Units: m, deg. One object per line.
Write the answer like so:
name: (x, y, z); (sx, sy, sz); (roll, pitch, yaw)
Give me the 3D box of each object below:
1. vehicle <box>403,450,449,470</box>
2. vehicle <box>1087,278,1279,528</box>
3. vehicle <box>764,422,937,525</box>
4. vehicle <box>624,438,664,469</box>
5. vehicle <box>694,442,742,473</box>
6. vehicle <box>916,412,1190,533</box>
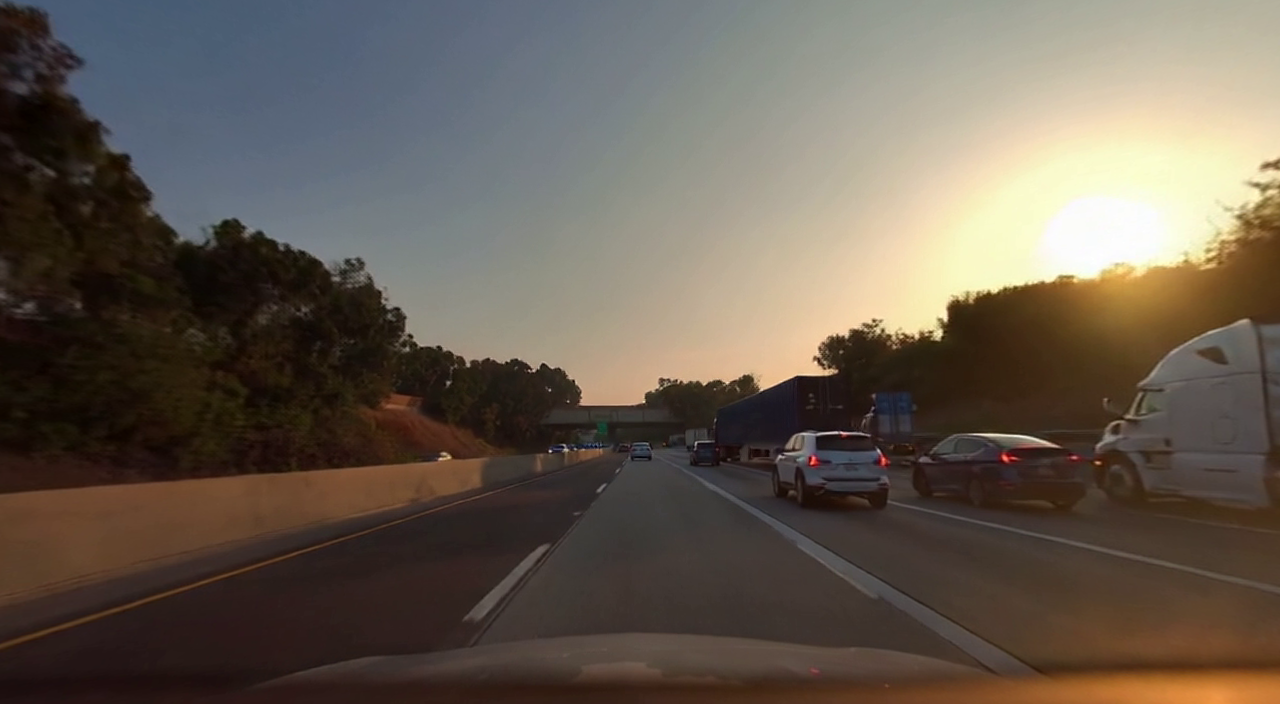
vehicle: (-16.715, 8.446, 49.244); (1.906, 1.453, 4.484); (0, -8, 1)
vehicle: (11.552, 0.768, 9.650); (2.998, 3.893, 8.456); (0, -8, 0)
vehicle: (3.922, 2.319, 12.582); (1.972, 1.693, 4.139); (0, -8, -1)
vehicle: (0.273, 6.188, 38.477); (2.313, 1.736, 4.215); (0, -8, 1)
vehicle: (3.995, 5.453, 32.788); (1.888, 1.501, 4.608); (0, -8, 0)
vehicle: (7.392, 2.189, 12.035); (1.985, 1.835, 4.681); (0, -8, -1)
